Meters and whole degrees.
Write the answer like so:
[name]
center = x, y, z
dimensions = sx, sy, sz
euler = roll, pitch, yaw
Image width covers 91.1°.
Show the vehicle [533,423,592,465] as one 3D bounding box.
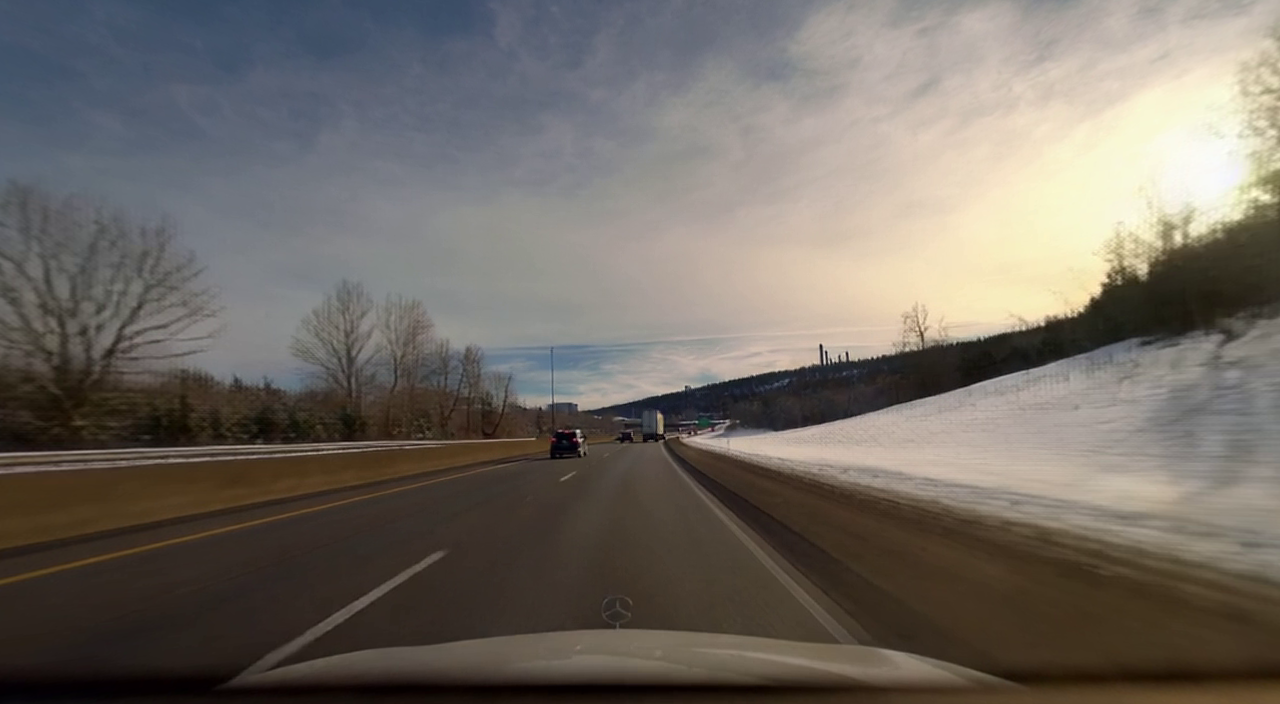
[vehicle]
center = -3.380, 4.089, 28.121
dimensions = 2.018, 1.678, 4.312
euler = 0, -8, 1
